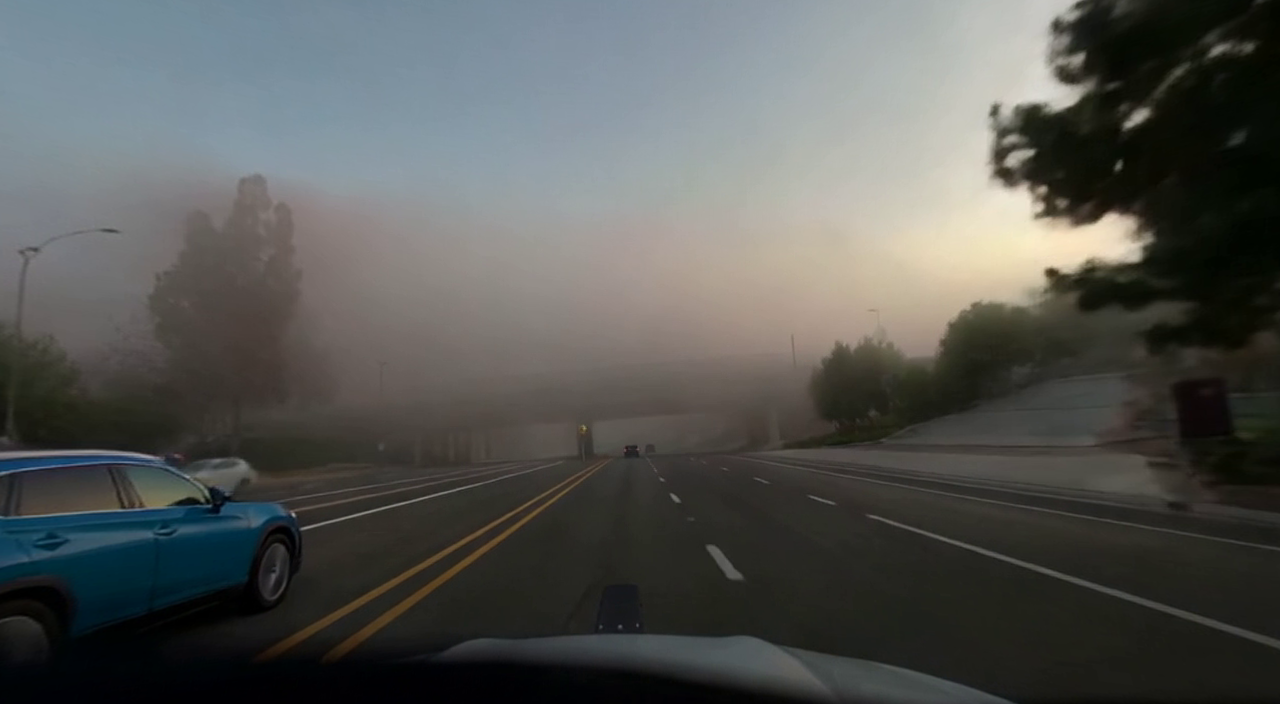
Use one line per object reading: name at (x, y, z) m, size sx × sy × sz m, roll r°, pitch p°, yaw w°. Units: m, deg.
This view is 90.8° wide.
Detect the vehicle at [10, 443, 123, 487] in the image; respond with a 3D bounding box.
vehicle at (-28.745, 5.633, 31.953) m, size 2.199 × 1.959 × 5.771 m, roll 4°, pitch -9°, yaw -22°

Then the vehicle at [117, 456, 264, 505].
vehicle at (-15.540, 4.422, 22.213) m, size 1.912 × 1.465 × 4.479 m, roll 0°, pitch -9°, yaw 0°
